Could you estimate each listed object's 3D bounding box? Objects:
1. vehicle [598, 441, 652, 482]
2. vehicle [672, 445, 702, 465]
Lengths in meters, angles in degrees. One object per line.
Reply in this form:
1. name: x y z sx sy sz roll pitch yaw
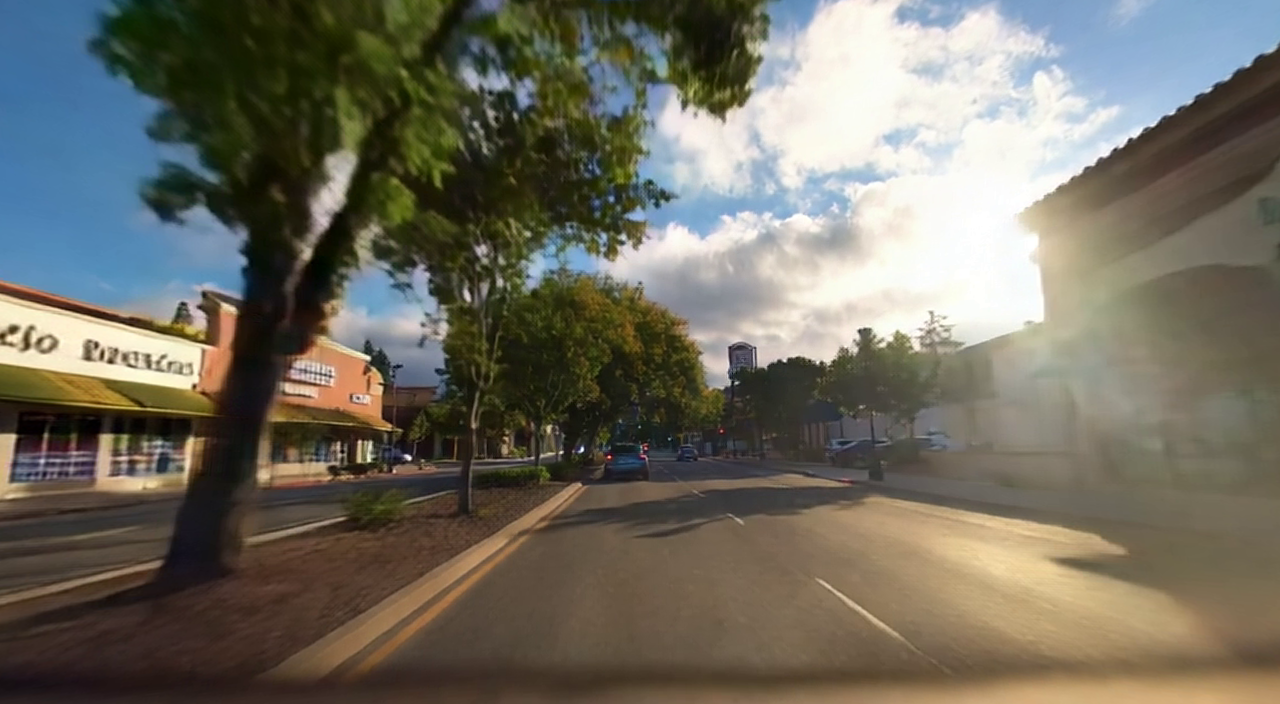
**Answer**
1. vehicle: -0.566 4.347 25.334 2.006 1.487 3.535 -1 -8 0
2. vehicle: 3.644 8.058 49.778 1.910 1.474 4.003 0 -8 -2
